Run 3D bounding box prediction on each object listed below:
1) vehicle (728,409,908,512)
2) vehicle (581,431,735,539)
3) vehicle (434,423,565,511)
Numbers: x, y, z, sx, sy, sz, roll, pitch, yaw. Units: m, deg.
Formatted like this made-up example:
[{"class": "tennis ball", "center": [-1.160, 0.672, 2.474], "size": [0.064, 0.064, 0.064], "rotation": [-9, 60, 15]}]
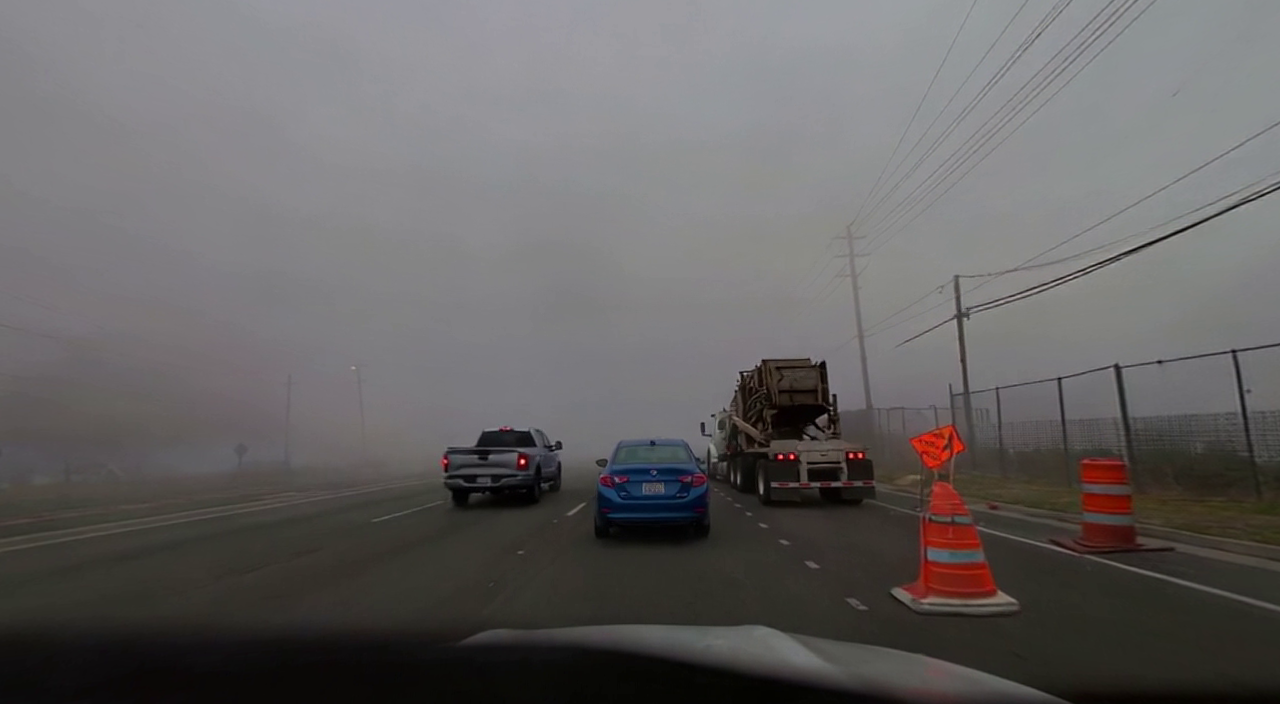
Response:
[{"class": "vehicle", "center": [3.916, 2.585, 15.510], "size": [2.555, 2.017, 6.201], "rotation": [0, -8, -1]}, {"class": "vehicle", "center": [0.268, 2.170, 10.928], "size": [2.128, 1.473, 4.272], "rotation": [0, -8, 1]}, {"class": "vehicle", "center": [-3.054, 2.609, 14.727], "size": [1.989, 1.729, 4.184], "rotation": [0, -8, 1]}]
